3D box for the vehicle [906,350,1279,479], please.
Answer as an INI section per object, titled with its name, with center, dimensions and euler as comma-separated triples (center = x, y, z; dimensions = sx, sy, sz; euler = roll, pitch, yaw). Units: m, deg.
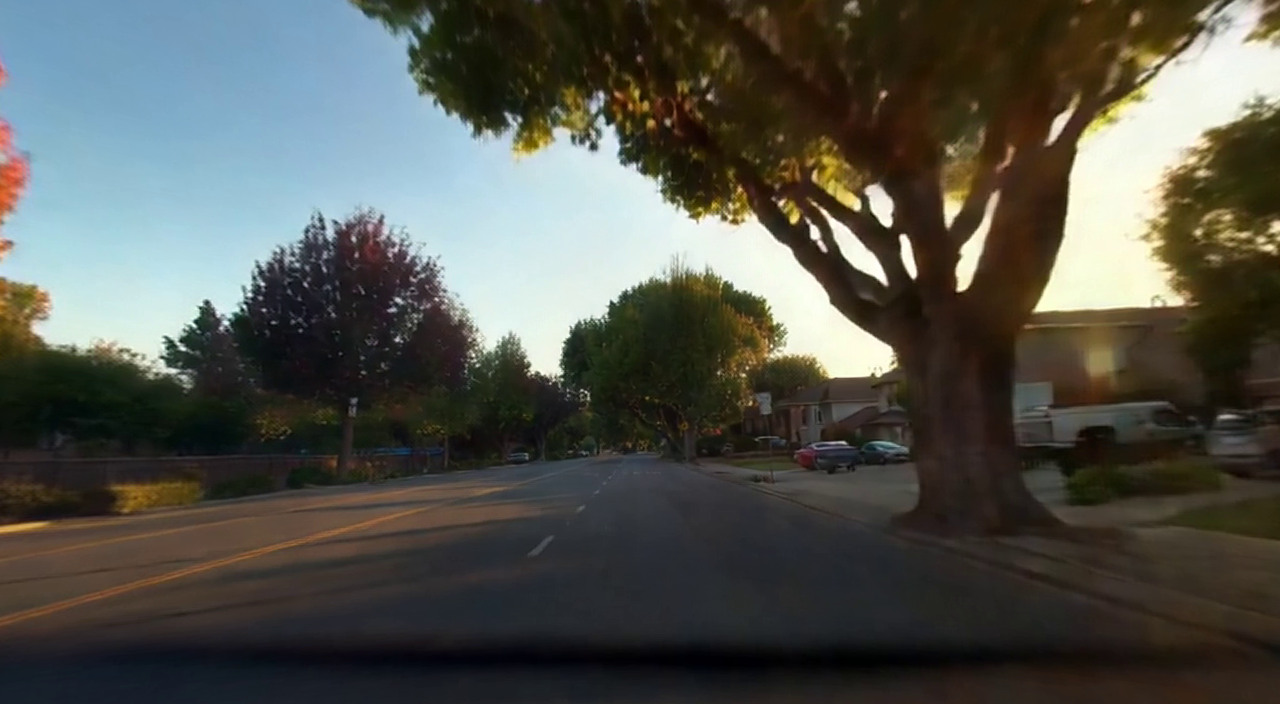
[vehicle]
center = 17.534, 2.523, 24.932
dimensions = 12.151, 4.157, 3.709
euler = -1, -15, -6
